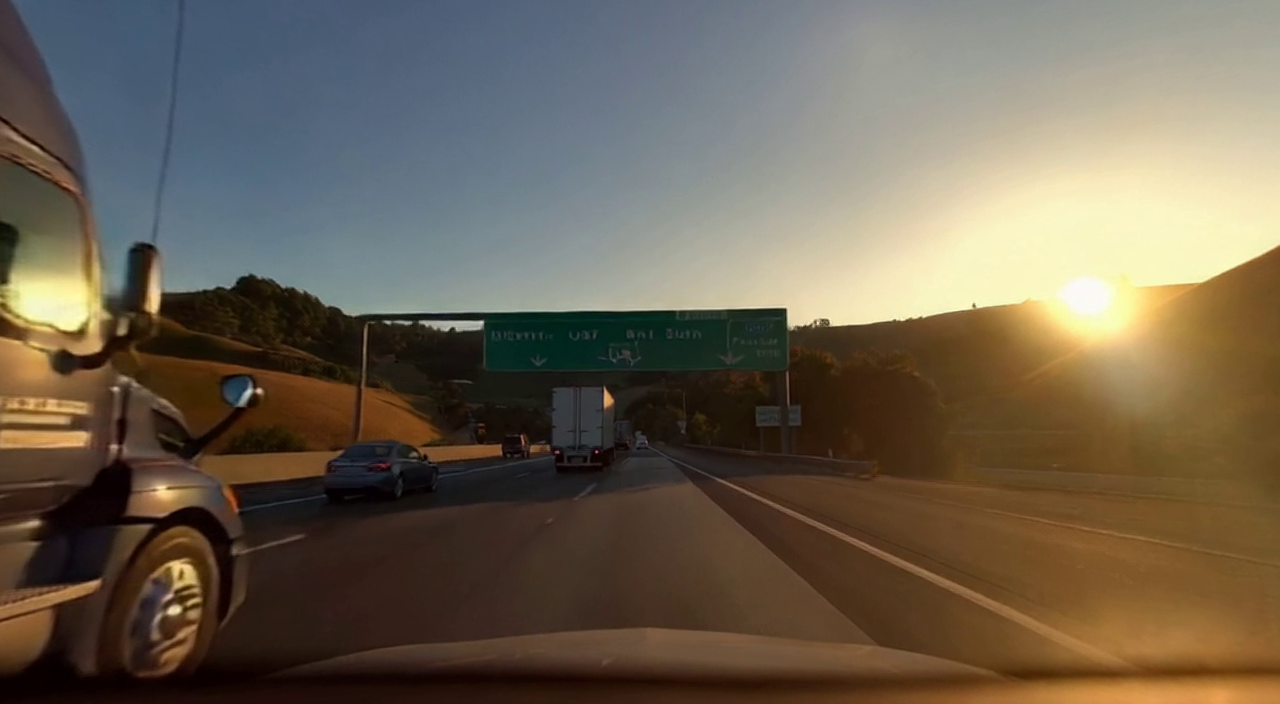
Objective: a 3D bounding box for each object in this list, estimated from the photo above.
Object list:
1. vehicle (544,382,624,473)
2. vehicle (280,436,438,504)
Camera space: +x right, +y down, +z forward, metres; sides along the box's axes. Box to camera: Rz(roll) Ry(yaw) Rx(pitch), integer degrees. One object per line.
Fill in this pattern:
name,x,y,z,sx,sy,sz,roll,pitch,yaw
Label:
vehicle,-2.896,4.817,38.552,3.202,4.352,16.251,0,-8,1
vehicle,-7.009,2.971,16.368,1.911,1.494,4.555,-1,-8,1
